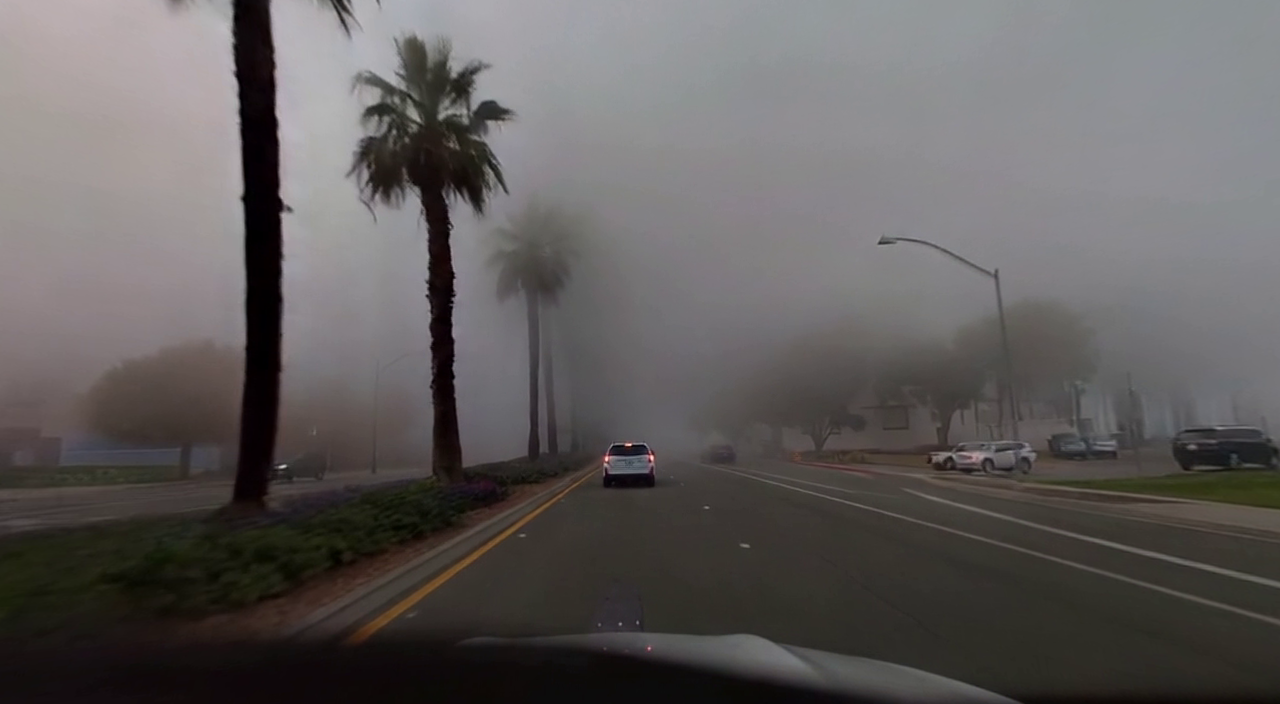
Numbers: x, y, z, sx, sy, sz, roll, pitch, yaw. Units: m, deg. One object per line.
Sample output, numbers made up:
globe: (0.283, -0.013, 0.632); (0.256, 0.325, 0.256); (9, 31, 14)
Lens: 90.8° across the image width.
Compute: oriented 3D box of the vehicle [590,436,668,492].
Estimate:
vehicle: (-0.291, 3.344, 19.106); (2.106, 1.496, 3.964); (0, -9, 0)

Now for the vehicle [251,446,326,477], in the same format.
vehicle: (-19.478, 6.092, 35.257); (1.862, 1.606, 4.071); (0, -9, -1)

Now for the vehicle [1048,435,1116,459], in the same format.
vehicle: (27.200, 5.875, 39.033); (1.709, 1.455, 3.449); (0, -9, 1)

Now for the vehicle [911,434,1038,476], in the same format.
vehicle: (14.639, 4.527, 27.844); (4.358, 1.732, 2.129); (1, -9, -3)

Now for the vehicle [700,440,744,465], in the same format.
vehicle: (5.586, 6.886, 43.532); (2.244, 1.618, 4.585); (0, -9, -2)

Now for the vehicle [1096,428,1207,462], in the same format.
vehicle: (26.974, 4.963, 33.569); (2.045, 1.690, 4.761); (0, -9, 3)

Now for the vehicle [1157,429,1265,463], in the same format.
vehicle: (29.881, 4.940, 33.247); (1.890, 1.640, 4.064); (0, -9, 2)
